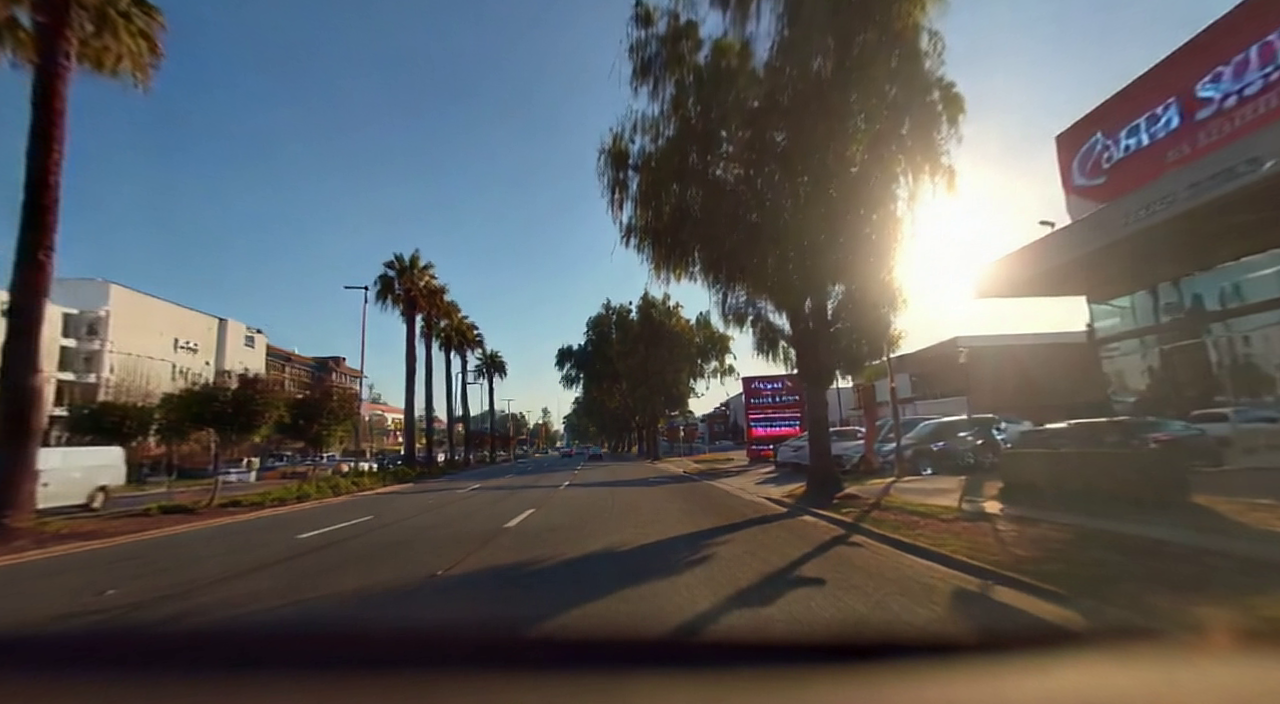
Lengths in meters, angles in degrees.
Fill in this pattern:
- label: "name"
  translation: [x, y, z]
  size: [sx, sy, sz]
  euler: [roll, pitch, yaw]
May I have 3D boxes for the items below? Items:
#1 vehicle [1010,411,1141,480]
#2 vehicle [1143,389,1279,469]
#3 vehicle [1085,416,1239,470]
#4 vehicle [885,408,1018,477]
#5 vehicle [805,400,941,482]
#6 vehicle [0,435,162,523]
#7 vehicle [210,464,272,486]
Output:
- label: "vehicle"
  translation: [15.745, 3.345, 23.368]
  size: [2.525, 2.043, 6.684]
  euler: [-7, -8, 23]
- label: "vehicle"
  translation: [22.090, 2.886, 23.056]
  size: [2.434, 2.604, 5.700]
  euler: [0, -9, -3]
- label: "vehicle"
  translation: [18.915, 3.373, 23.225]
  size: [1.922, 1.770, 4.425]
  euler: [-1, -9, 2]
- label: "vehicle"
  translation: [11.475, 3.333, 23.068]
  size: [2.514, 2.172, 5.798]
  euler: [-9, -12, 43]
- label: "vehicle"
  translation: [9.324, 3.537, 24.996]
  size: [5.942, 2.851, 2.531]
  euler: [8, -12, -43]
- label: "vehicle"
  translation: [-16.394, 3.346, 17.107]
  size: [2.379, 2.034, 5.893]
  euler: [0, -9, -2]
- label: "vehicle"
  translation: [-28.927, 8.913, 45.946]
  size: [1.909, 1.436, 4.443]
  euler: [0, -9, -5]
